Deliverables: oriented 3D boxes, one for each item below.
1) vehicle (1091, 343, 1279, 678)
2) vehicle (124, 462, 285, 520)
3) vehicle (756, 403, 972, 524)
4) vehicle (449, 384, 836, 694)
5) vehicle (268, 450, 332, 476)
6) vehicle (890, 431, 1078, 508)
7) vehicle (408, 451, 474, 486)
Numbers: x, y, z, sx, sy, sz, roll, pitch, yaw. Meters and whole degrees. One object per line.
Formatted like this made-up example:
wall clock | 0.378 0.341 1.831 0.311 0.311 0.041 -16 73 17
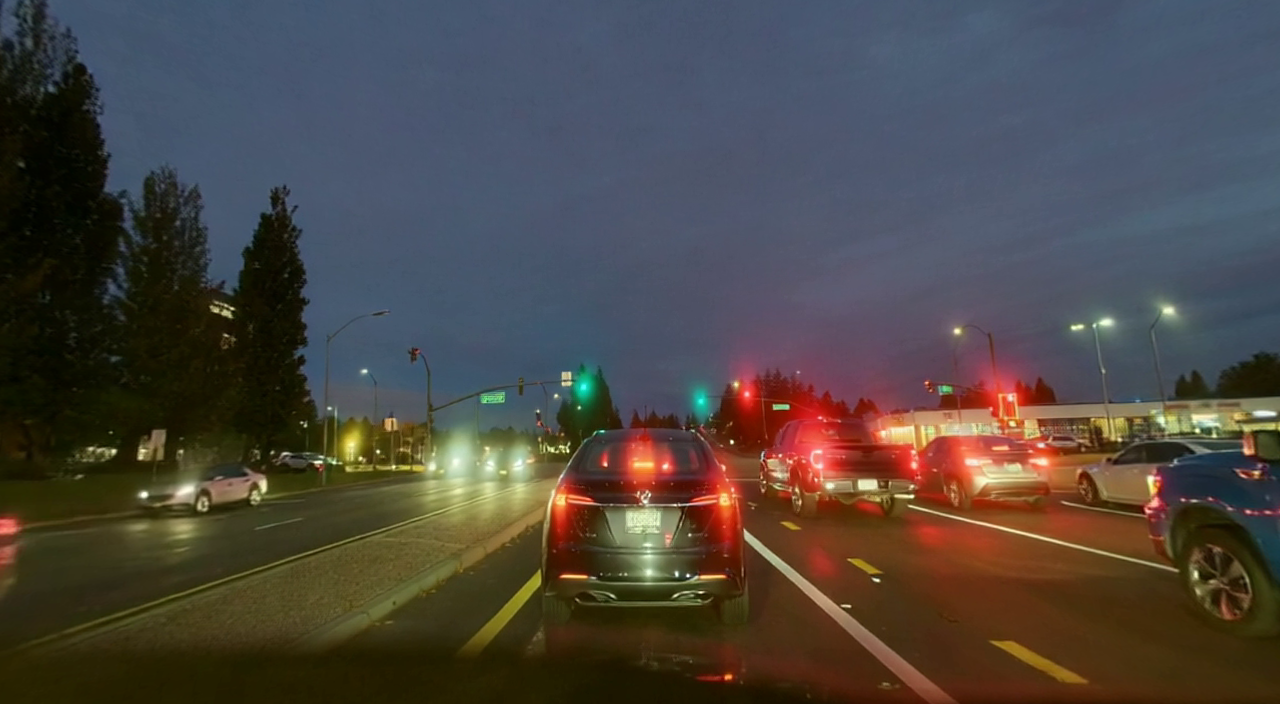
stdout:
vehicle | 4.457 0.714 2.456 2.019 1.803 4.634 -1 -8 2
vehicle | -13.761 4.377 20.348 1.935 1.518 4.415 -1 -8 2
vehicle | 4.168 2.212 13.111 2.319 1.930 5.651 0 -8 -1
vehicle | -0.018 1.311 5.521 2.116 1.677 3.948 0 -8 -1
vehicle | -24.052 7.835 44.803 1.798 1.706 4.385 -1 -8 6
vehicle | 7.592 2.620 14.564 1.856 1.487 4.454 -1 -8 1
vehicle | -9.634 5.654 30.912 1.806 1.473 4.303 -1 -8 1
